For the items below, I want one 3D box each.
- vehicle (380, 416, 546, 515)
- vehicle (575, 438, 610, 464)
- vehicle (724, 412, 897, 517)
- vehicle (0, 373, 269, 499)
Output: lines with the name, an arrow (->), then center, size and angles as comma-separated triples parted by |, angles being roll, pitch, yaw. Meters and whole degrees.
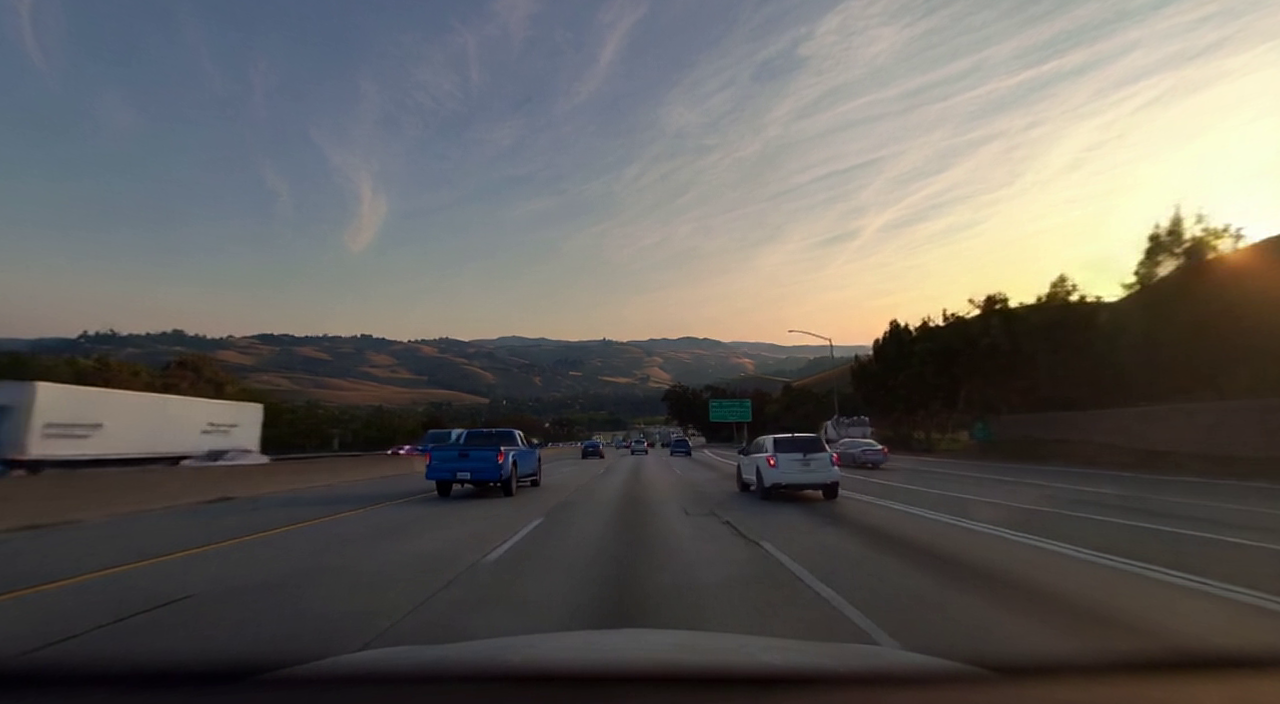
vehicle -> -3.747, 2.530, 14.599 | 2.227, 1.853, 5.161 | 0, -8, 1
vehicle -> -3.441, 7.275, 46.642 | 2.235, 1.785, 4.386 | 0, -8, 1
vehicle -> 3.594, 2.530, 14.761 | 2.424, 1.952, 5.611 | 0, -8, -1
vehicle -> -24.330, 4.189, 30.421 | 2.923, 4.450, 16.456 | -1, -9, 0
